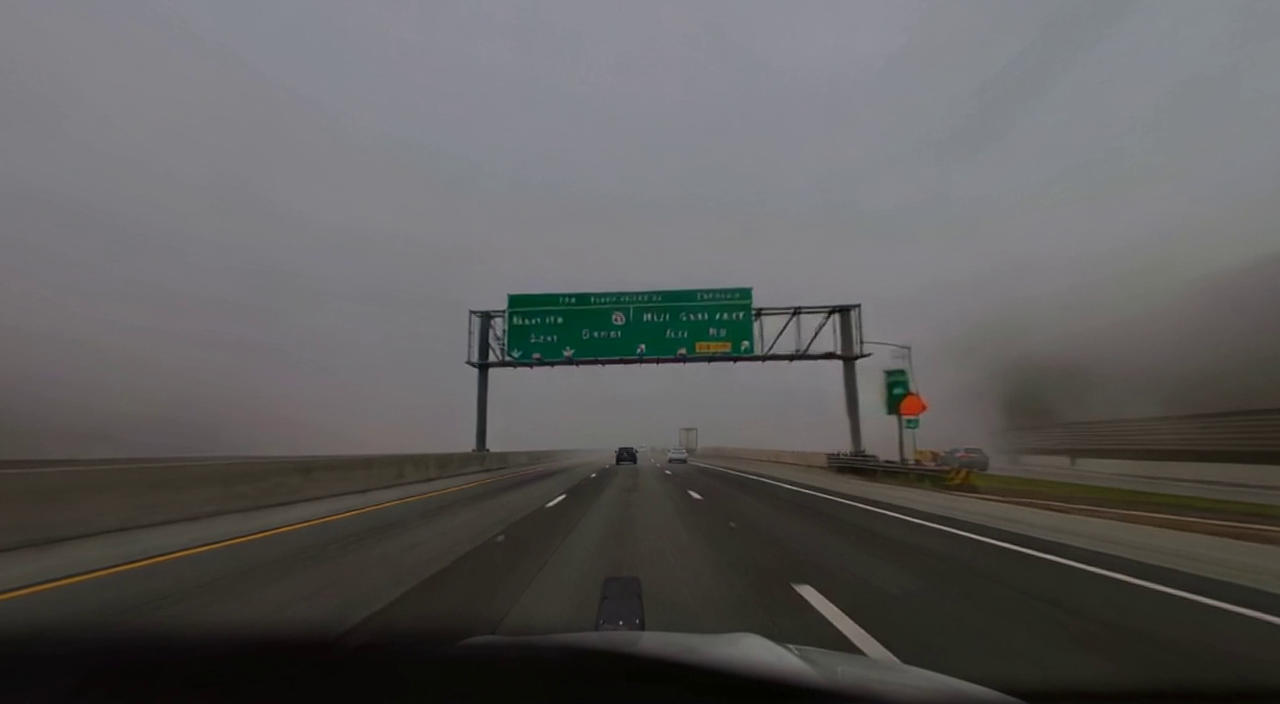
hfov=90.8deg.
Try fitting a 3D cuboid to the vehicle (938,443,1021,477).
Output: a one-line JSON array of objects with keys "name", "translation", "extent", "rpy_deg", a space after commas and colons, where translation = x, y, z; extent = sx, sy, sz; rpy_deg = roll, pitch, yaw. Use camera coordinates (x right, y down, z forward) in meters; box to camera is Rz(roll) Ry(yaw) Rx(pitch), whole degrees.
[{"name": "vehicle", "translation": [16.717, 5.337, 31.404], "extent": [1.867, 1.563, 4.436], "rpy_deg": [-1, -9, 3]}]

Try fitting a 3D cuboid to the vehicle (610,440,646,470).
[{"name": "vehicle", "translation": [-0.697, 6.289, 38.730], "extent": [2.121, 1.739, 4.087], "rpy_deg": [0, -9, 0]}]
